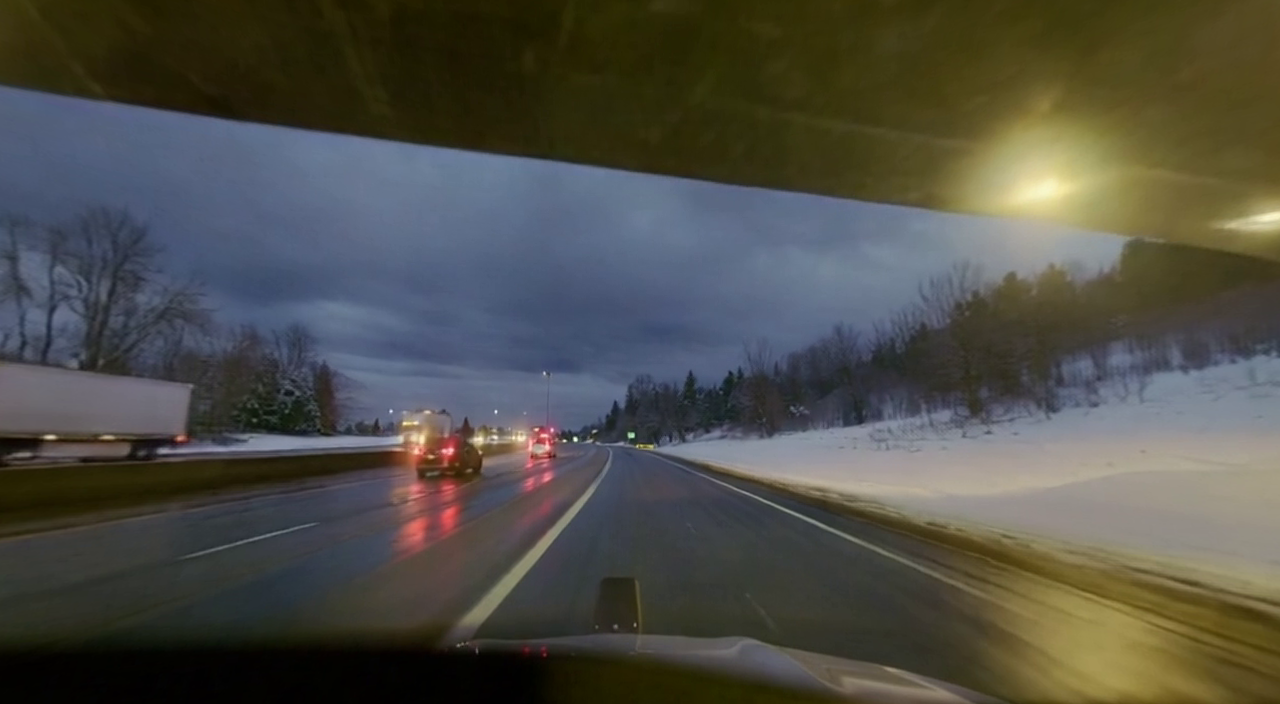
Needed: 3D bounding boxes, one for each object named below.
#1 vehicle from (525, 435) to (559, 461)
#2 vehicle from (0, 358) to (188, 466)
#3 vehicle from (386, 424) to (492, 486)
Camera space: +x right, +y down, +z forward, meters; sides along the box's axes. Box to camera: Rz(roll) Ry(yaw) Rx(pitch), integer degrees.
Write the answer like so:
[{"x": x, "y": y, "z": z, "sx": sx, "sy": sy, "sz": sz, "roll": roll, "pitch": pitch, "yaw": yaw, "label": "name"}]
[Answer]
[{"x": -7.559, "y": 7.436, "z": 49.040, "sx": 1.956, "sy": 1.888, "sz": 4.512, "roll": 0, "pitch": -8, "yaw": -1, "label": "vehicle"}, {"x": -25.427, "y": 2.508, "z": 26.037, "sx": 2.953, "sy": 3.997, "sz": 14.370, "roll": 4, "pitch": -8, "yaw": -1, "label": "vehicle"}, {"x": -6.893, "y": 3.561, "z": 22.197, "sx": 2.188, "sy": 1.896, "sz": 4.810, "roll": 0, "pitch": -8, "yaw": 0, "label": "vehicle"}]
